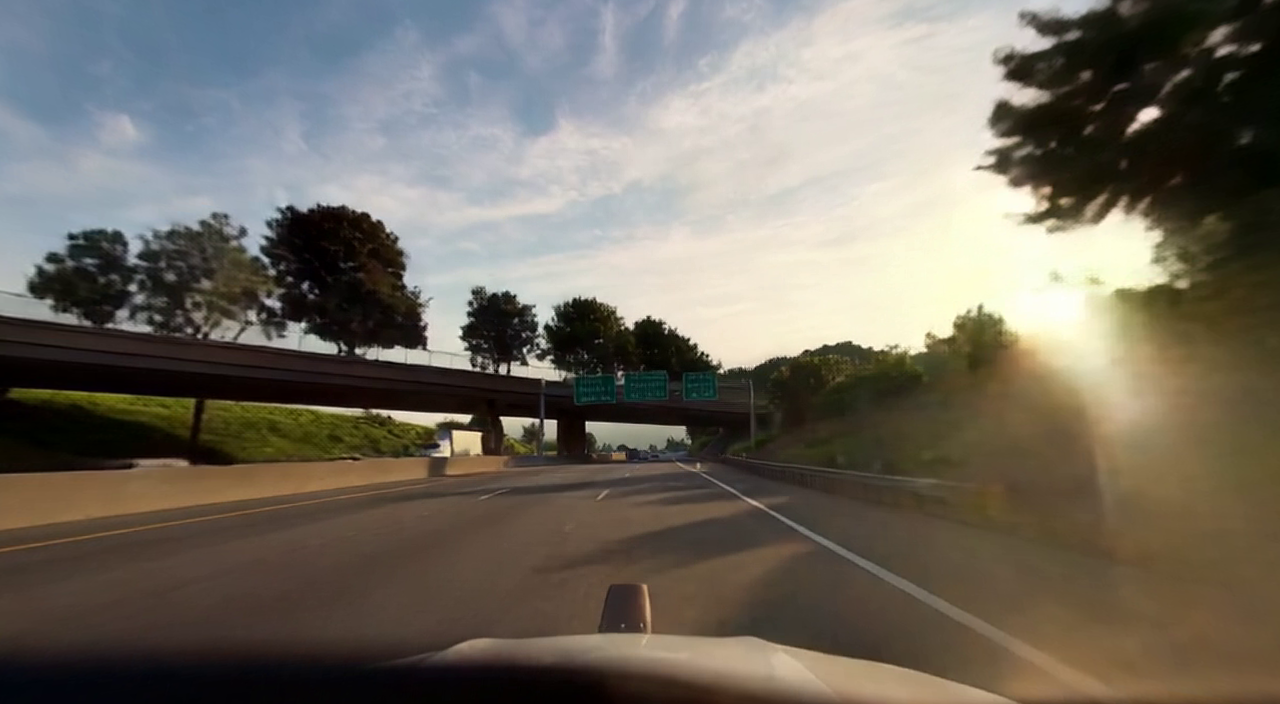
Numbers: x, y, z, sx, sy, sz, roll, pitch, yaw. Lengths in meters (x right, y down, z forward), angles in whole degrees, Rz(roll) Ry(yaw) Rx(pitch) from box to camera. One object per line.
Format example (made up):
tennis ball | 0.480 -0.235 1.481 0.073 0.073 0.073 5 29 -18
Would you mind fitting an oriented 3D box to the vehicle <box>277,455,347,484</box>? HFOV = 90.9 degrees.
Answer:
vehicle | -18.232 6.534 35.225 1.756 1.438 3.866 0 -9 1
